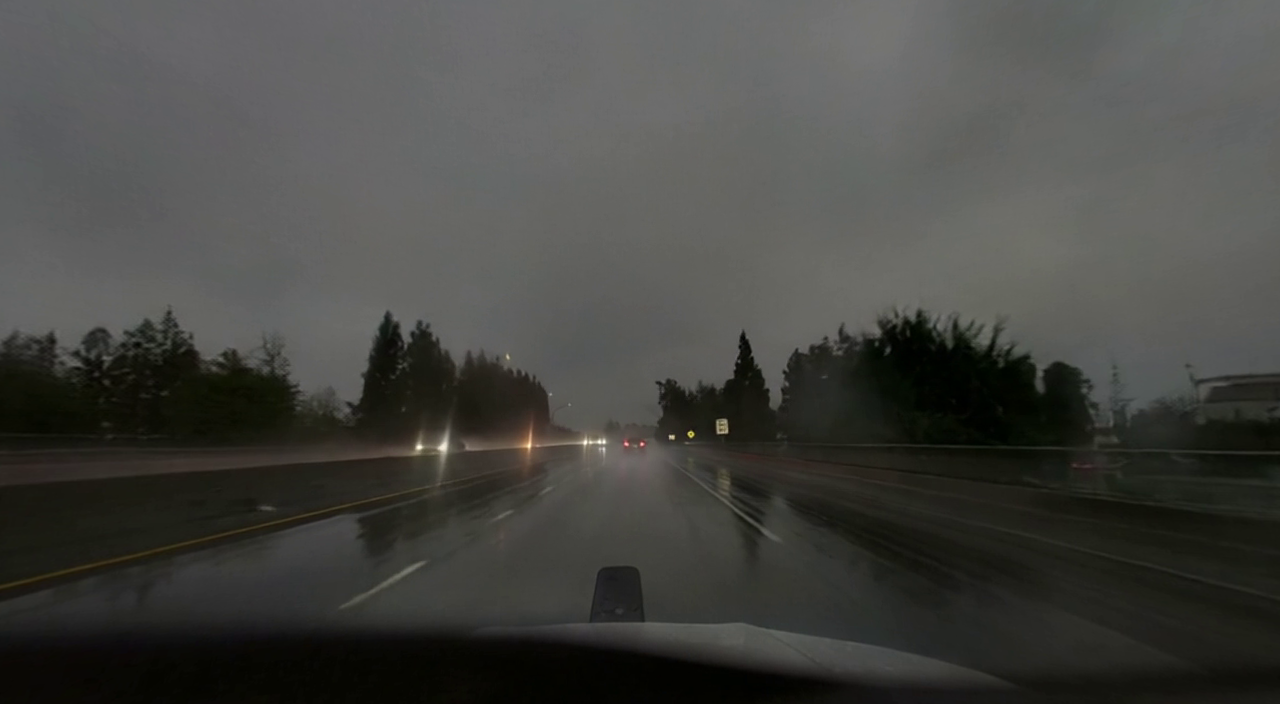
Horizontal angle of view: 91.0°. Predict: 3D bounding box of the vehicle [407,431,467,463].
[{"bbox_3d":[-12.444,5.869,39.009,2.105,1.870,4.833,0,-8,0],"label":"vehicle"}]
